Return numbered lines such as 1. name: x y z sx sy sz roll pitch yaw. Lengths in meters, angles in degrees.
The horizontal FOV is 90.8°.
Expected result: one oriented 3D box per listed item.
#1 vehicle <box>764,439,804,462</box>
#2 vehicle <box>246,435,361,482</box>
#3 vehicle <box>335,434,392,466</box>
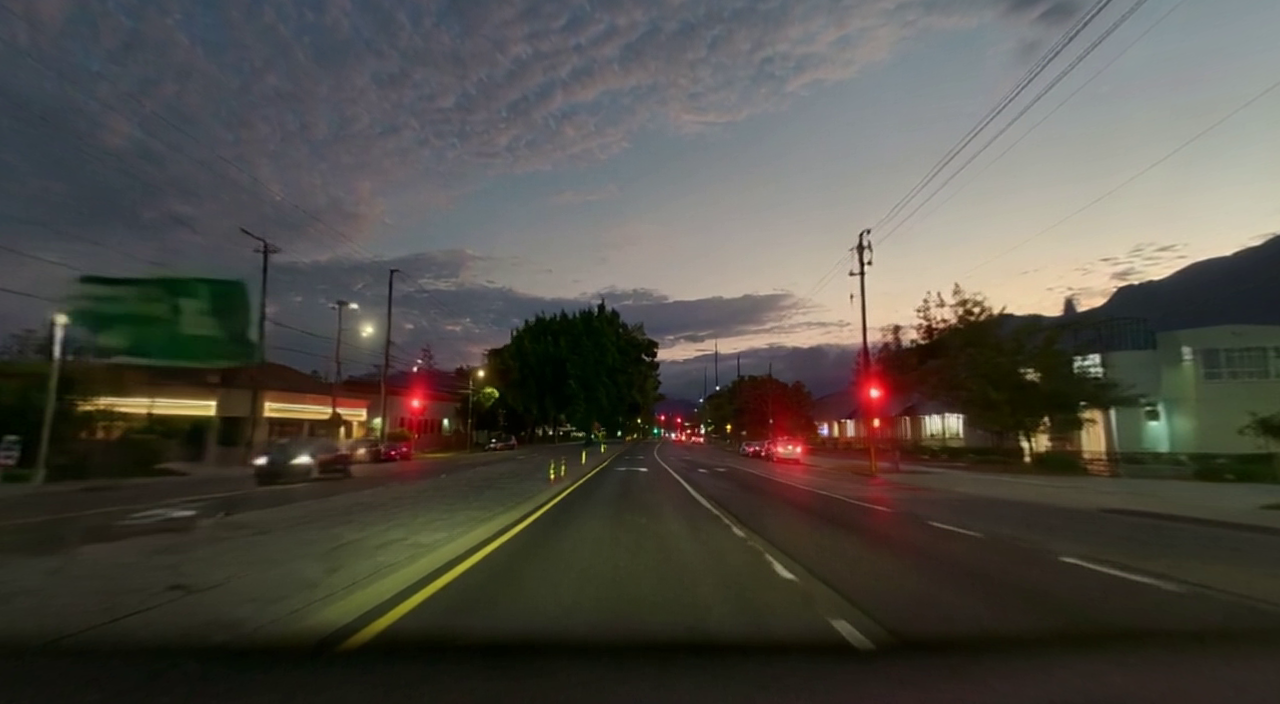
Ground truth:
1. vehicle: 10.168 6.981 44.910 1.901 1.586 3.903 0 -9 0
2. vehicle: -12.868 4.089 24.520 2.027 1.647 4.385 0 -9 0
3. vehicle: -19.367 6.908 44.468 1.954 2.000 4.687 -2 -9 0
